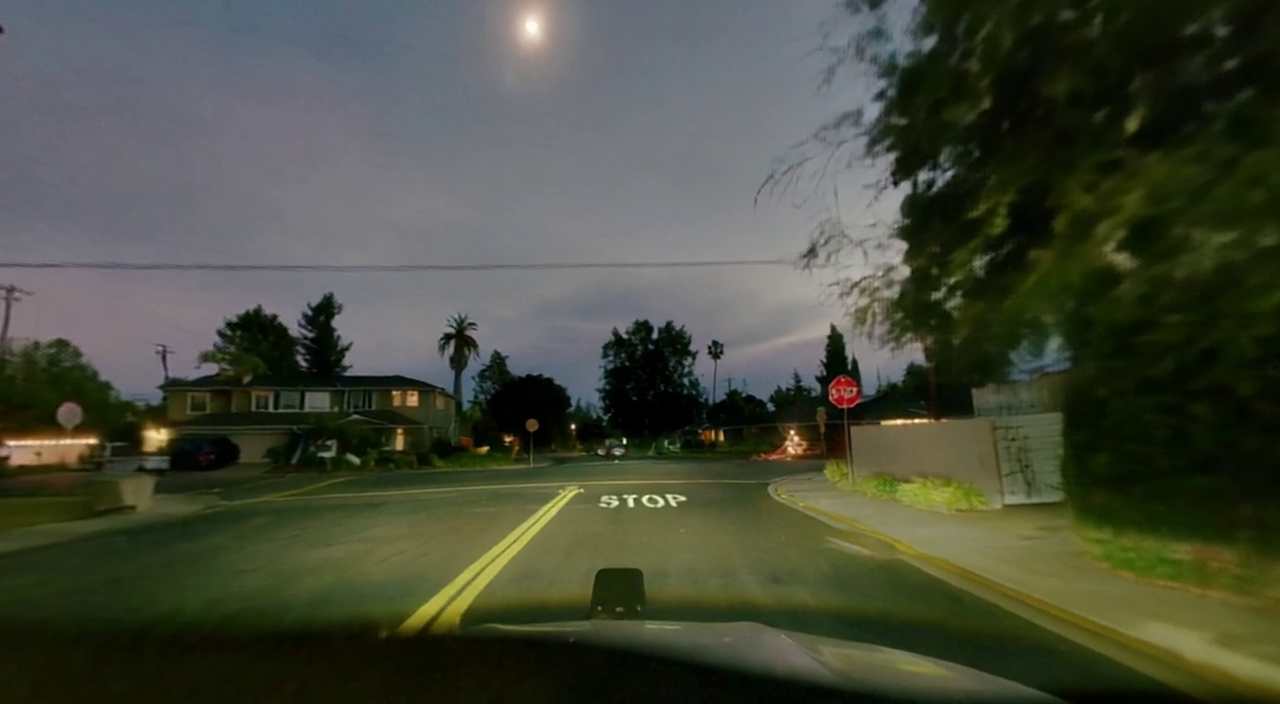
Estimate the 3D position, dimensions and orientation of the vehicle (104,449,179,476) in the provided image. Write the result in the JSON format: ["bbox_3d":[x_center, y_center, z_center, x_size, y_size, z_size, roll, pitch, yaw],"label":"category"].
[{"bbox_3d":[-27.388,6.057,34.856,1.864,1.337,3.943,3,-9,-17],"label":"vehicle"}]
